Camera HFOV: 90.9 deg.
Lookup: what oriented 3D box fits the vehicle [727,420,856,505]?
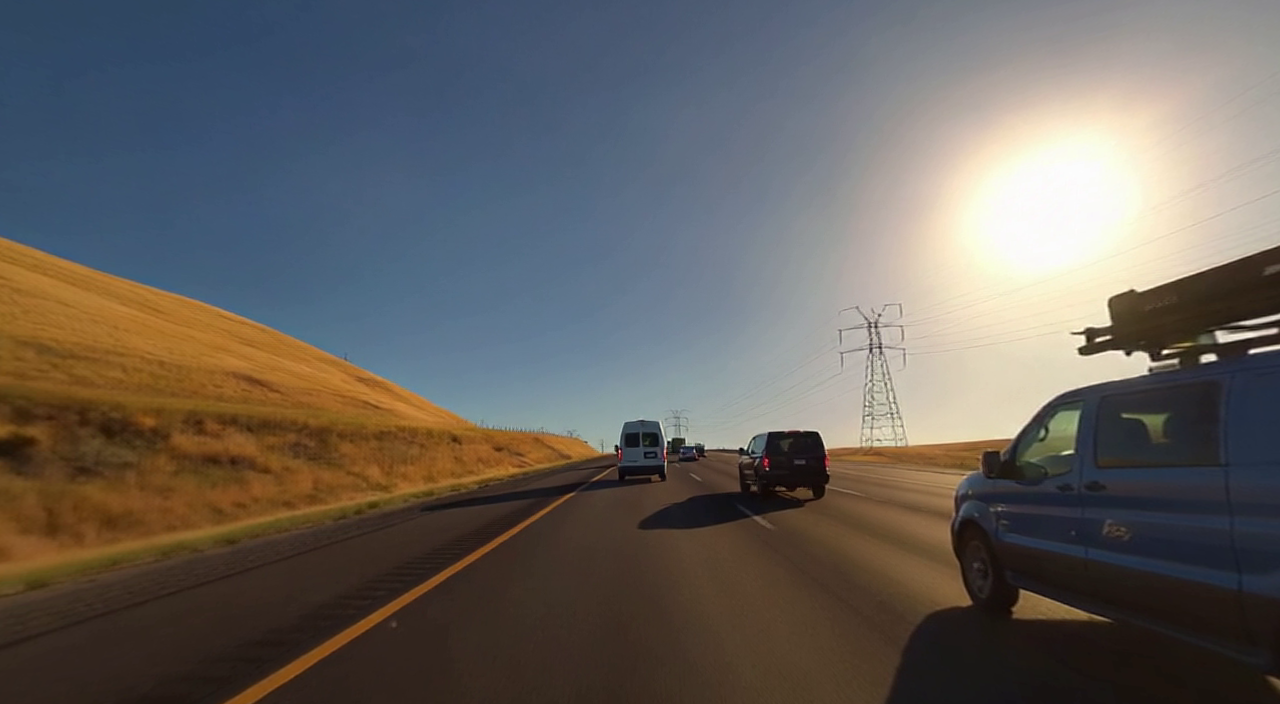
[{"bbox_3d":[3.598,2.723,15.985,2.139,1.821,4.480,0,-8,0],"label":"vehicle"}]

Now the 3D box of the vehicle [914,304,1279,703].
[{"bbox_3d":[3.936,0.821,2.940,2.691,1.901,5.744,0,-8,0],"label":"vehicle"}]

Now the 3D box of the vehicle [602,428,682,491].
[{"bbox_3d":[0.102,3.396,20.279,2.268,1.772,4.523,0,-8,1],"label":"vehicle"}]
